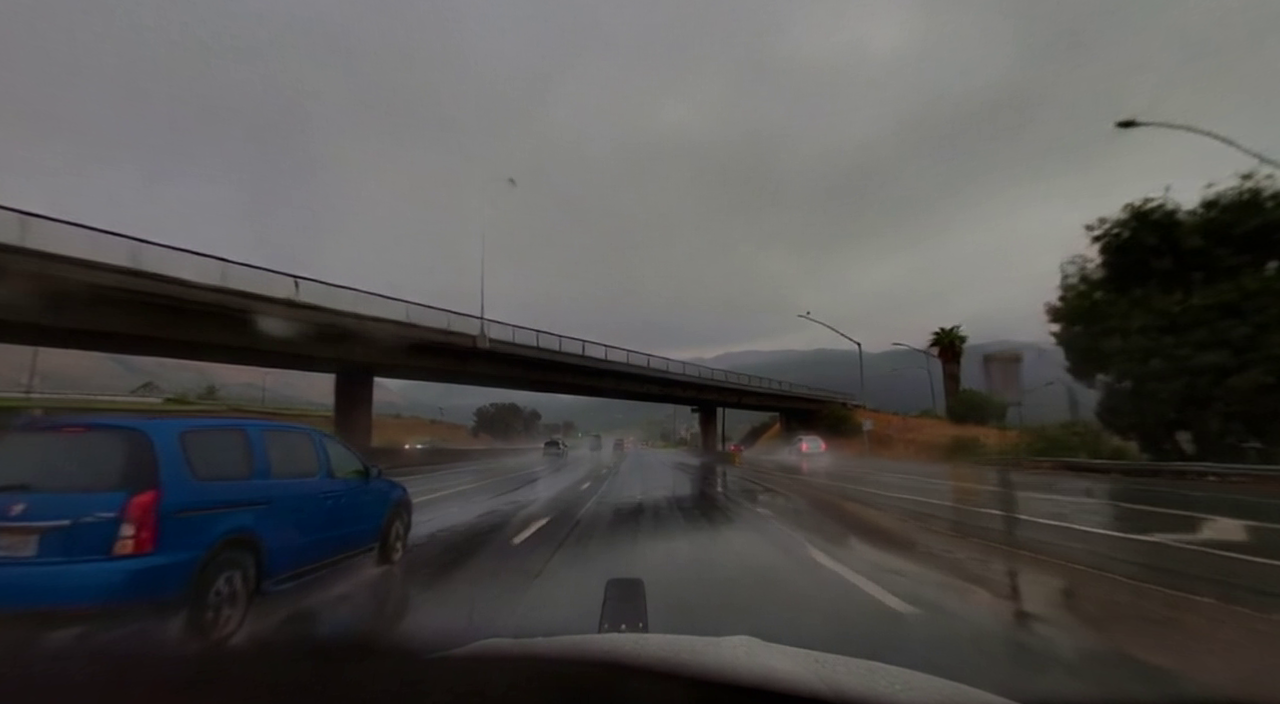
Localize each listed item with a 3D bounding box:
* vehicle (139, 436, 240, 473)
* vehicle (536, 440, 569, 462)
[{"bbox_3d":[-23.618,5.384,33.180,2.049,1.786,4.884,1,-8,-6],"label":"vehicle"},{"bbox_3d":[-6.878,7.833,49.782,1.935,1.633,3.955,0,-8,1],"label":"vehicle"}]
